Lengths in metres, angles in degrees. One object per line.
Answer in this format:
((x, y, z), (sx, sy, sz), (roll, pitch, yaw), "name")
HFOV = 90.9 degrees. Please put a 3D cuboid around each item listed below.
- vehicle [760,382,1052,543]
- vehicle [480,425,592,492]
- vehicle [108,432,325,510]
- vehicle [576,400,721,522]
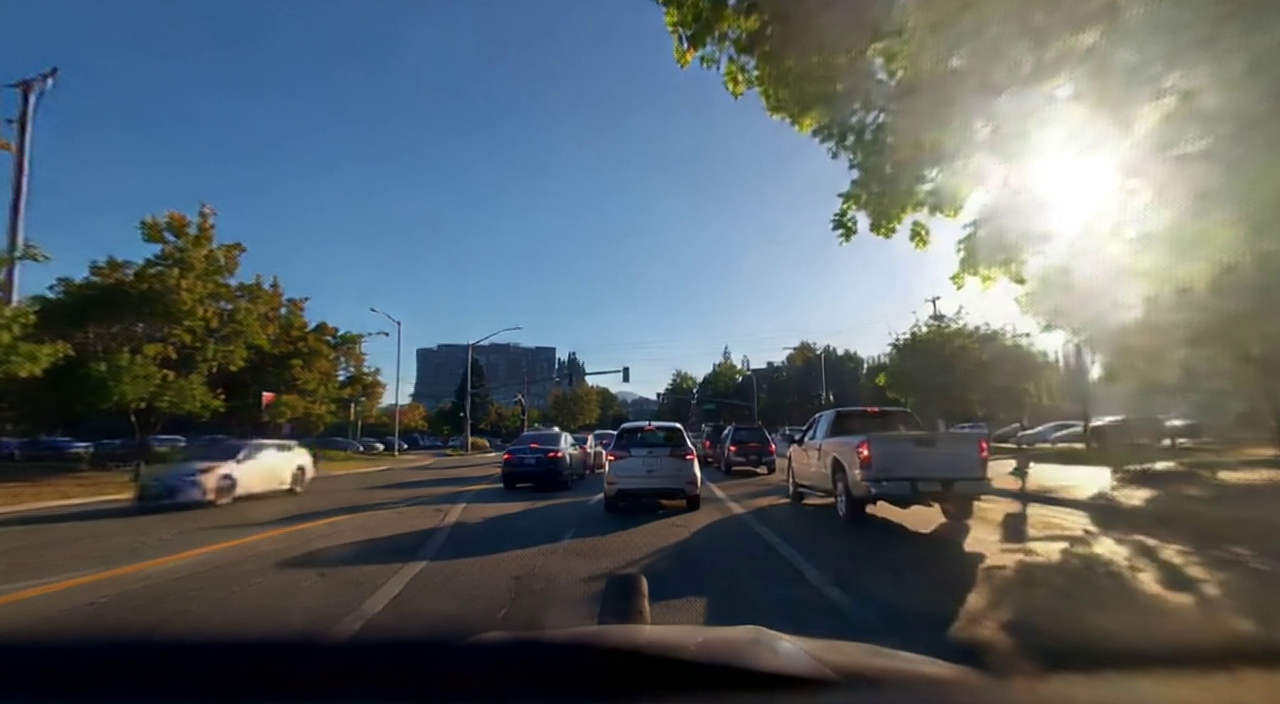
((3.662, 1.729, 10.367), (2.317, 1.857, 5.940), (0, -9, 1), "vehicle")
((-2.510, 2.728, 16.390), (2.023, 1.494, 4.259), (0, -9, 2), "vehicle")
((-9.298, 2.629, 14.398), (1.868, 1.496, 4.219), (0, -9, 3), "vehicle")
((0.211, 1.891, 11.265), (2.113, 1.768, 3.901), (0, -9, 3), "vehicle")
